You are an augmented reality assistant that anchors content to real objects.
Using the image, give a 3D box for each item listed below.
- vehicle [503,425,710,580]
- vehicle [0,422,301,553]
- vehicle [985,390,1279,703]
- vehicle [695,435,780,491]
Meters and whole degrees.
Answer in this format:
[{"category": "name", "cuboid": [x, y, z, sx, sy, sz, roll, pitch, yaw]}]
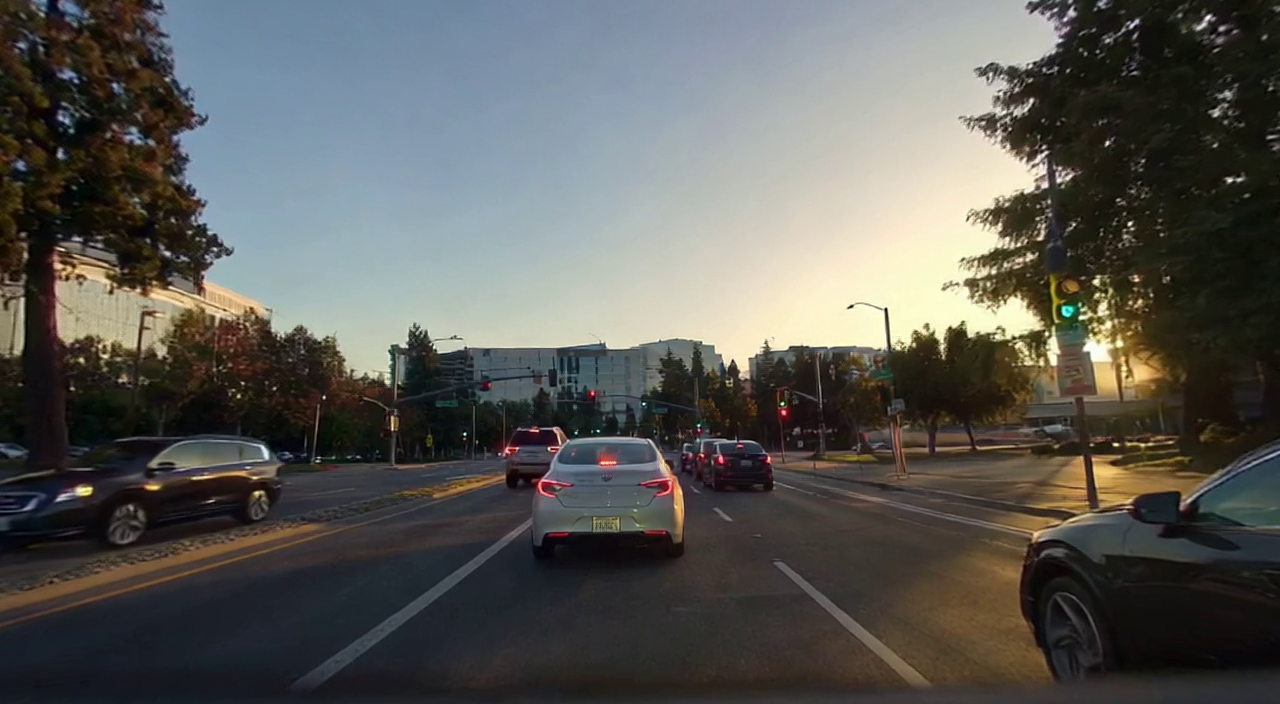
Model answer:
[{"category": "vehicle", "cuboid": [-0.353, 1.745, 8.010, 2.006, 1.487, 3.535, 0, -9, -1]}, {"category": "vehicle", "cuboid": [-8.481, 2.236, 11.239, 2.047, 1.751, 5.263, 0, -9, -1]}, {"category": "vehicle", "cuboid": [3.137, 0.810, 1.745, 1.910, 1.474, 4.263, 0, -9, -1]}, {"category": "vehicle", "cuboid": [2.949, 3.451, 19.929, 1.874, 1.556, 4.116, 0, -9, -2]}]
